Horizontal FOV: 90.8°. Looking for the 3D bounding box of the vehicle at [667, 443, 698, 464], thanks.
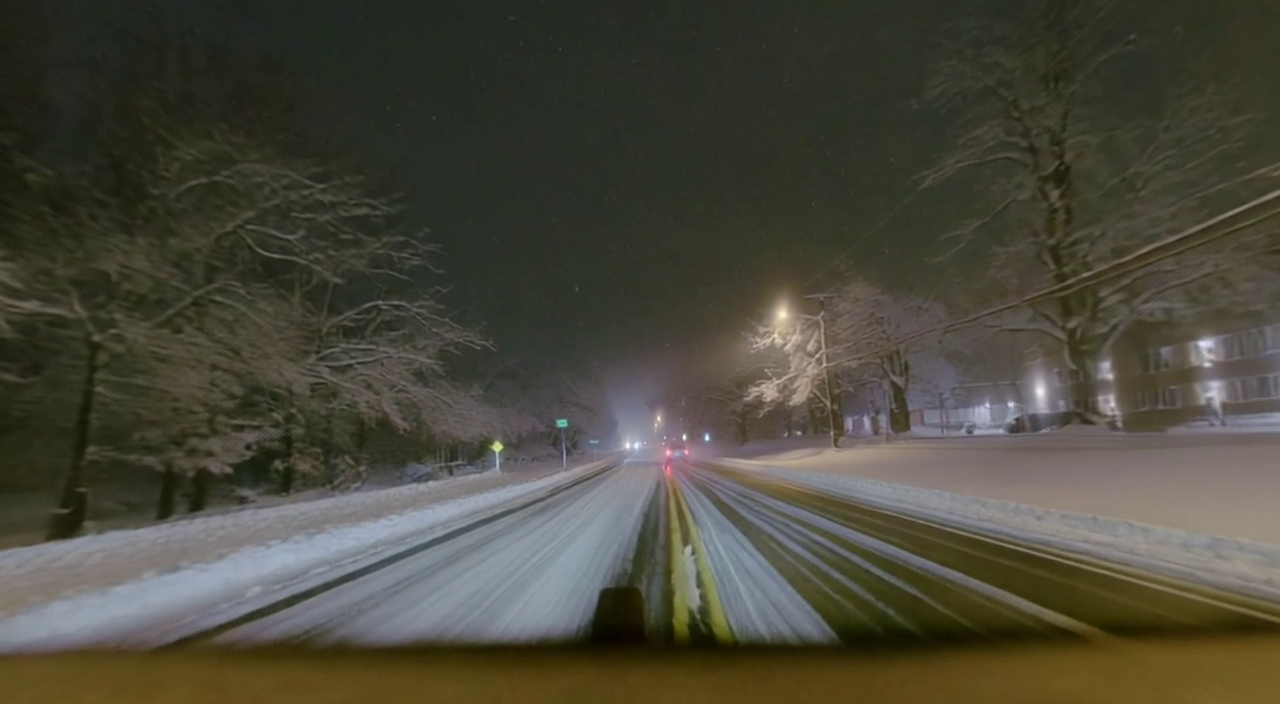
[{"bbox_3d":[3.062,7.473,46.721,1.925,1.488,4.271,0,-8,-1],"label":"vehicle"}]
